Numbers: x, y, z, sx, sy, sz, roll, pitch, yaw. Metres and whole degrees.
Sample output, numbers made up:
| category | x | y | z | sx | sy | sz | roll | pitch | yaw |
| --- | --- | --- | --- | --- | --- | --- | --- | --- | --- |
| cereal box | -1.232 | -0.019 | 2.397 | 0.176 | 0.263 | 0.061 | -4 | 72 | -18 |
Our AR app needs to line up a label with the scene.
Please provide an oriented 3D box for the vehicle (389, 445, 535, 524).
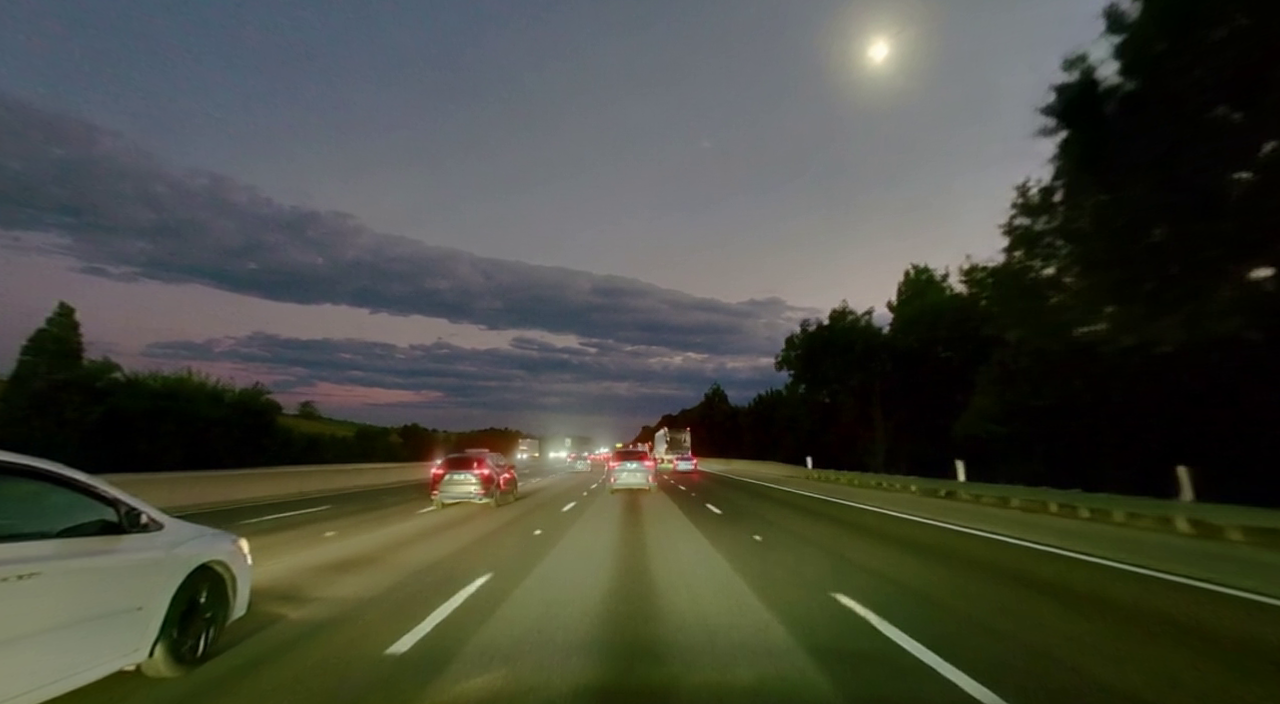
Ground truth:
| category | x | y | z | sx | sy | sz | roll | pitch | yaw |
| --- | --- | --- | --- | --- | --- | --- | --- | --- | --- |
| vehicle | -3.790 | 2.906 | 14.367 | 1.988 | 1.501 | 4.438 | 0 | -9 | 0 |

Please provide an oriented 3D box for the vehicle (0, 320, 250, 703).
| category | x | y | z | sx | sy | sz | roll | pitch | yaw |
| --- | --- | --- | --- | --- | --- | --- | --- | --- | --- |
| vehicle | -3.953 | 0.681 | 1.954 | 2.243 | 1.889 | 4.949 | 0 | -9 | 1 |

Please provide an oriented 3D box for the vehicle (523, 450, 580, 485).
| category | x | y | z | sx | sy | sz | roll | pitch | yaw |
| --- | --- | --- | --- | --- | --- | --- | --- | --- | --- |
| vehicle | -4.026 | 5.344 | 29.426 | 1.999 | 1.484 | 4.269 | 0 | -9 | 1 |

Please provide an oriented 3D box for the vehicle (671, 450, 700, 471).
| category | x | y | z | sx | sy | sz | roll | pitch | yaw |
| --- | --- | --- | --- | --- | --- | --- | --- | --- | --- |
| vehicle | 3.491 | 8.440 | 49.209 | 1.858 | 1.537 | 3.838 | 0 | -9 | -2 |

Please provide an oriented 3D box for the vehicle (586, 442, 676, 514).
| category | x | y | z | sx | sy | sz | roll | pitch | yaw |
| --- | --- | --- | --- | --- | --- | --- | --- | --- | --- |
| vehicle | -0.195 | 3.081 | 15.761 | 1.996 | 1.574 | 3.426 | 0 | -9 | 0 |
